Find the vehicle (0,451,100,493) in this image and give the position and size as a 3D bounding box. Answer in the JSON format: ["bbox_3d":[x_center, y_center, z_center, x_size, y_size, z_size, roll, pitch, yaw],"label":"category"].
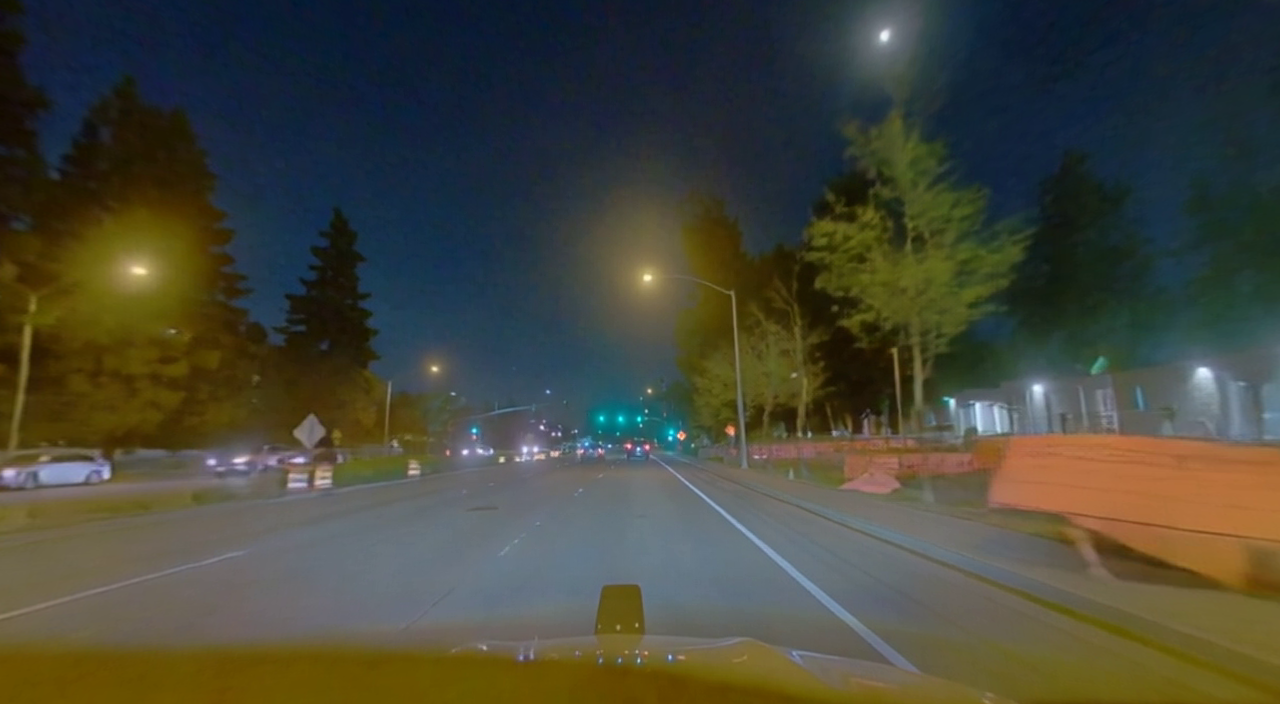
[{"bbox_3d":[-24.831,4.804,25.590,1.834,1.502,4.346,0,-9,0],"label":"vehicle"}]

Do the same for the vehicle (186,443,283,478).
[{"bbox_3d":[-21.001,5.626,32.901,2.020,1.685,4.491,0,-9,0],"label":"vehicle"}]

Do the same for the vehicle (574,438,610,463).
[{"bbox_3d":[-3.397,7.113,45.357,2.198,1.663,4.519,0,-9,1],"label":"vehicle"}]

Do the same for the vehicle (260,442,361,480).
[{"bbox_3d":[-14.250,4.732,27.540,1.953,1.509,4.452,0,-9,1],"label":"vehicle"}]
